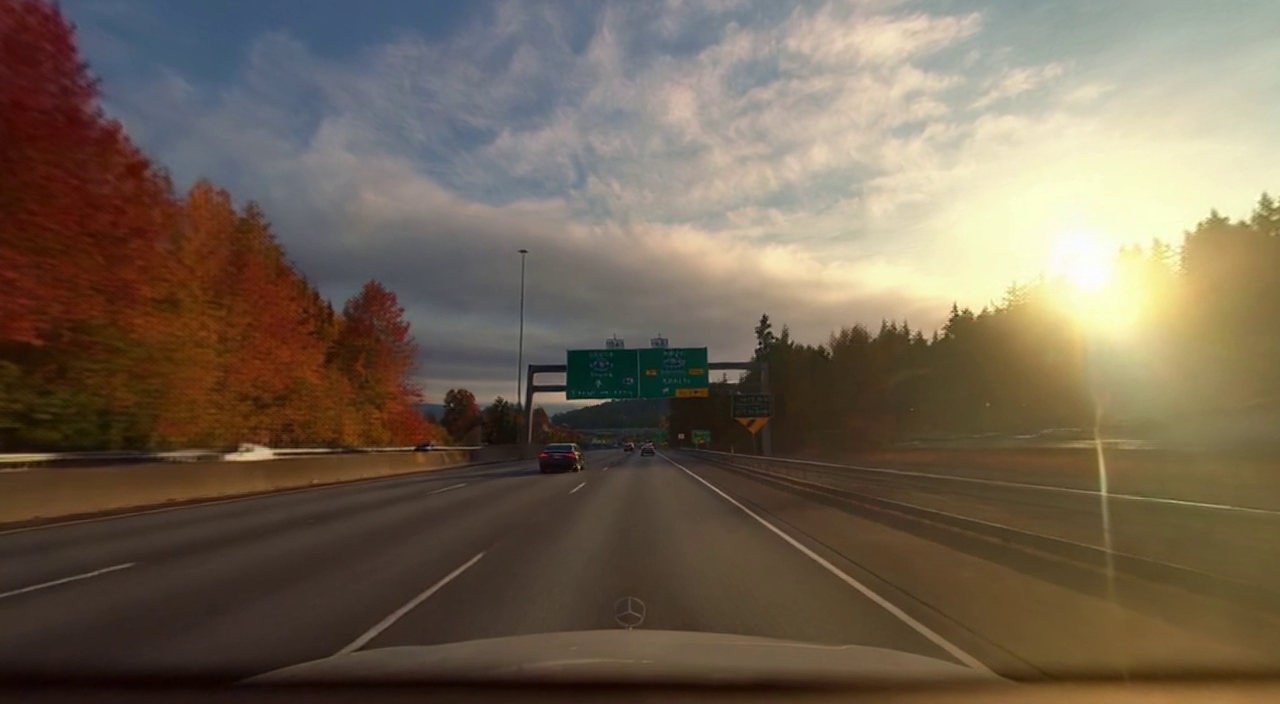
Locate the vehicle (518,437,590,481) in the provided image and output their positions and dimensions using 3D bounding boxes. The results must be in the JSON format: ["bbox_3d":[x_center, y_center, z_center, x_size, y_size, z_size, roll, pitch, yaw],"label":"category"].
[{"bbox_3d":[-3.322,4.261,25.355,2.061,1.572,4.814,0,-8,2],"label":"vehicle"}]

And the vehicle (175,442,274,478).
[{"bbox_3d":[-20.023,5.193,30.571,1.908,1.567,4.458,0,-8,-3],"label":"vehicle"}]
